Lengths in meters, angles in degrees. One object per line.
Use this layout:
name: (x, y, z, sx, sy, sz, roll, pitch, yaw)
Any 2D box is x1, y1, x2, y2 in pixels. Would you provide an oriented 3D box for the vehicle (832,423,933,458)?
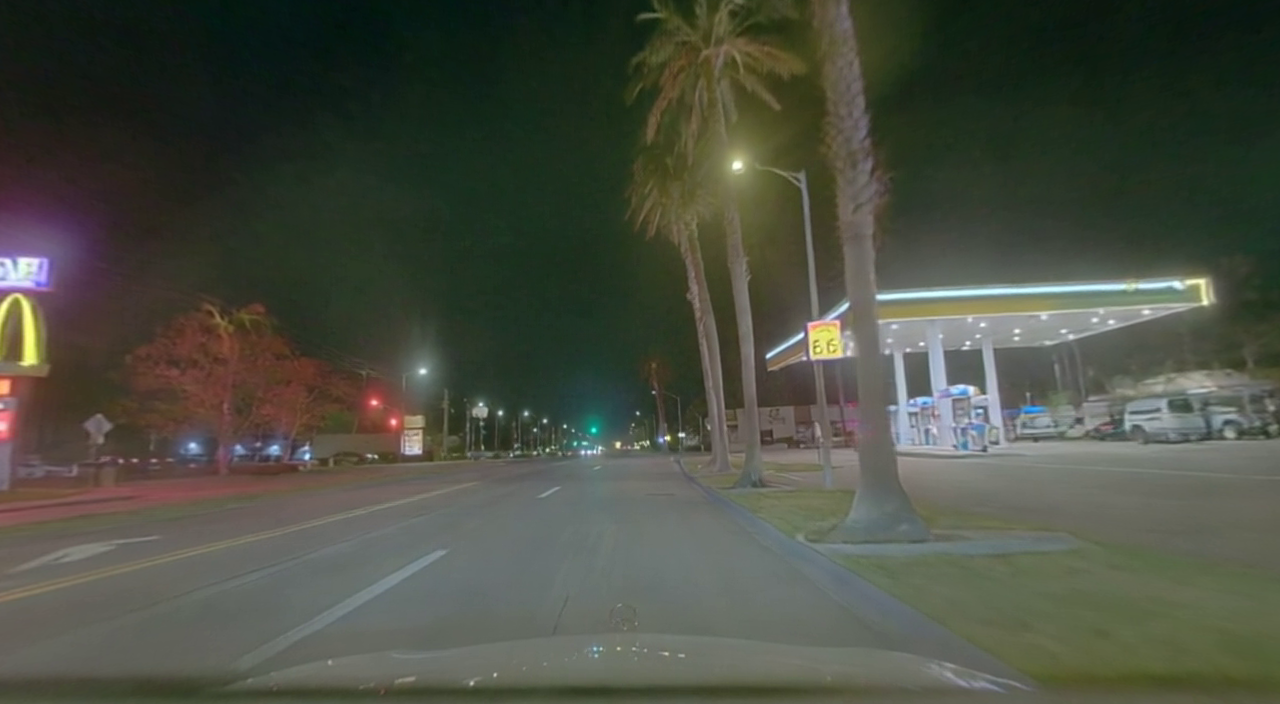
vehicle: (13.160, 4.840, 34.369, 4.640, 1.800, 2.026, 0, -9, -2)
